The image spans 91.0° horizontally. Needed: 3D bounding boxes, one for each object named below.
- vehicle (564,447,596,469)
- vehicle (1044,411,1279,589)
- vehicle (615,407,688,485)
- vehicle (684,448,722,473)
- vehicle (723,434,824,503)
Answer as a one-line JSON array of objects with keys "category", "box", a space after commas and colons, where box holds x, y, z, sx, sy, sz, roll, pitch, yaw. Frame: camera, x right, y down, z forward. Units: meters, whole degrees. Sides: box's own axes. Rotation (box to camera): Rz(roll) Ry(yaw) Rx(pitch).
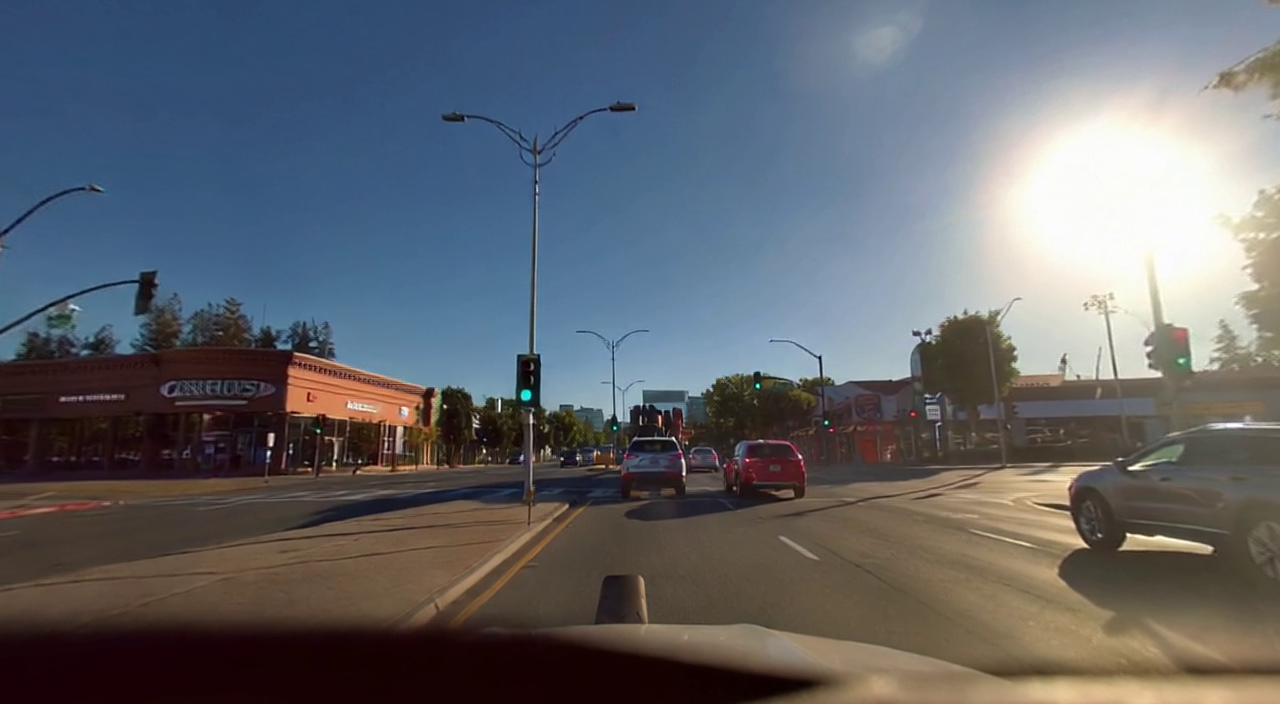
[{"category": "vehicle", "box": [-4.347, 7.705, 46.104, 2.001, 1.518, 4.316, 0, -9, -1]}, {"category": "vehicle", "box": [7.173, 1.619, 7.327, 1.982, 1.698, 4.408, 0, -9, 0]}, {"category": "vehicle", "box": [0.409, 3.399, 22.914, 2.370, 2.518, 3.858, -1, -8, 1]}, {"category": "vehicle", "box": [4.006, 6.943, 40.536, 1.967, 1.515, 4.378, 0, -9, -1]}, {"category": "vehicle", "box": [3.738, 3.328, 18.457, 2.025, 1.754, 4.311, 0, -9, 0]}]
